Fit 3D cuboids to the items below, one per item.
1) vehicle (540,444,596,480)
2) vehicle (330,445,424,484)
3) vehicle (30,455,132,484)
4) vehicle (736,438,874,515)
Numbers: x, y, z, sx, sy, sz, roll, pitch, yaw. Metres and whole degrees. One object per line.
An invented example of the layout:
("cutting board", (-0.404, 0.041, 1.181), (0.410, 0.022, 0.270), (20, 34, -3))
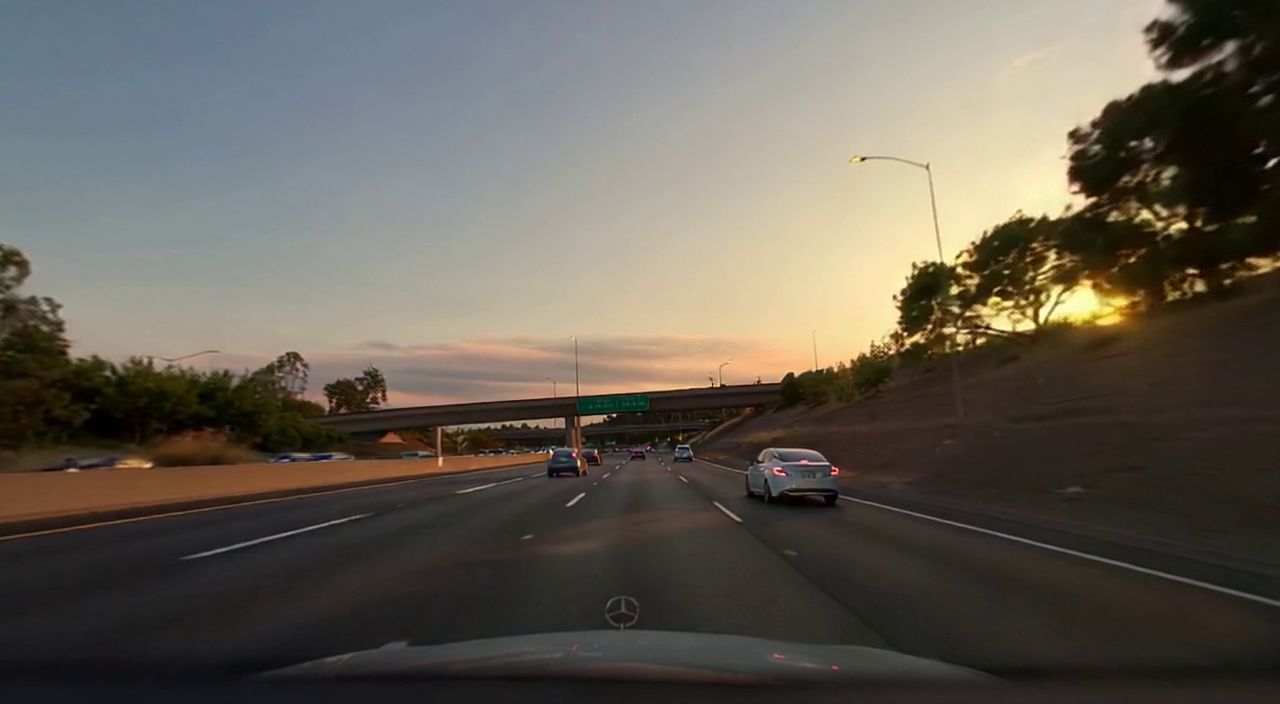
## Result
("vehicle", (-3.317, 5.157, 29.818), (2.072, 1.545, 4.687), (0, -9, 0))
("vehicle", (-11.208, 4.799, 27.249), (1.919, 1.497, 4.765), (0, -9, 1))
("vehicle", (-32.337, 6.780, 36.626), (1.818, 1.503, 4.333), (0, -9, 2))
("vehicle", (3.702, 2.874, 15.034), (2.079, 1.535, 4.316), (0, -9, 0))
